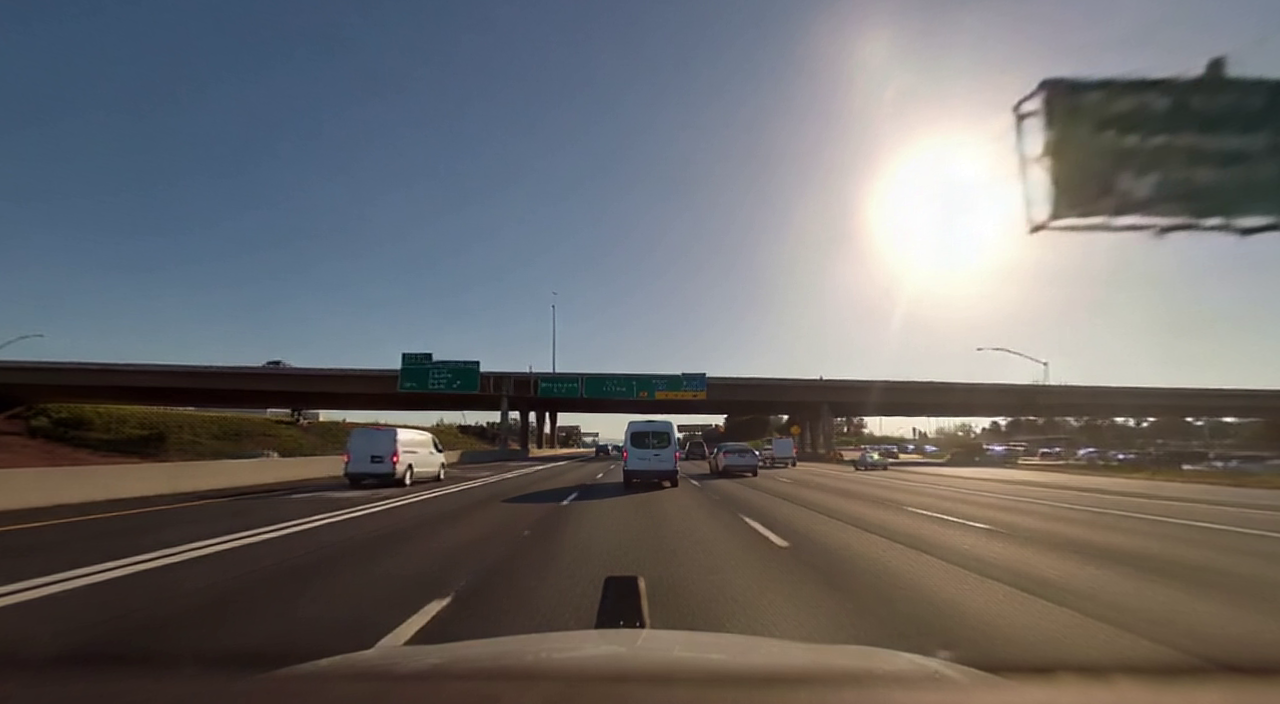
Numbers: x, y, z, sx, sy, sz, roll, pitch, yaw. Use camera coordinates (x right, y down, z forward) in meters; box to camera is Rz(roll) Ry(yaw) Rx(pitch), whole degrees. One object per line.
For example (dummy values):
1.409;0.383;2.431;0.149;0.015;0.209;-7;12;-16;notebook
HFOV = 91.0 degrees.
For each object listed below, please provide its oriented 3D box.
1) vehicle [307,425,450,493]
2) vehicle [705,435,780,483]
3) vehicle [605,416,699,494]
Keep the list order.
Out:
-7.695;3.201;19.212;2.192;1.776;4.957;0;-8;0;vehicle
3.909;4.166;24.839;2.146;1.678;4.489;0;-8;-1;vehicle
0.293;3.112;19.289;2.509;2.062;4.639;0;-8;-1;vehicle
